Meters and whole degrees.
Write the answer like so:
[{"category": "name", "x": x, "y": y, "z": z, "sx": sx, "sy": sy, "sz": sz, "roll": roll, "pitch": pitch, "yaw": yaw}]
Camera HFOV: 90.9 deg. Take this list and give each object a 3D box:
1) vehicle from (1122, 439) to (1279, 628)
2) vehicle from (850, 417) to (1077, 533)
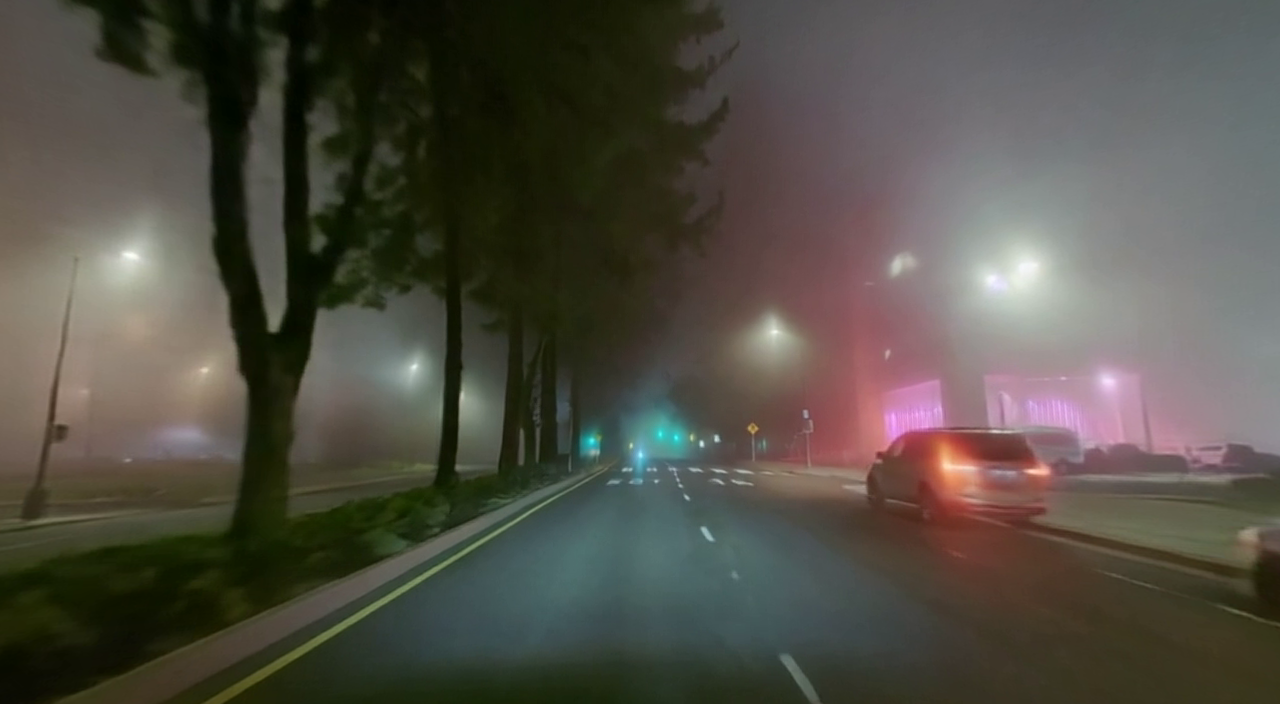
[{"category": "vehicle", "x": 6.140, "y": 1.365, "z": 4.404, "sx": 1.948, "sy": 1.511, "sz": 4.623, "roll": 0, "pitch": -8, "yaw": 1}, {"category": "vehicle", "x": 6.142, "y": 2.386, "z": 12.862, "sx": 2.045, "sy": 1.890, "sz": 4.876, "roll": 0, "pitch": -8, "yaw": 0}]
